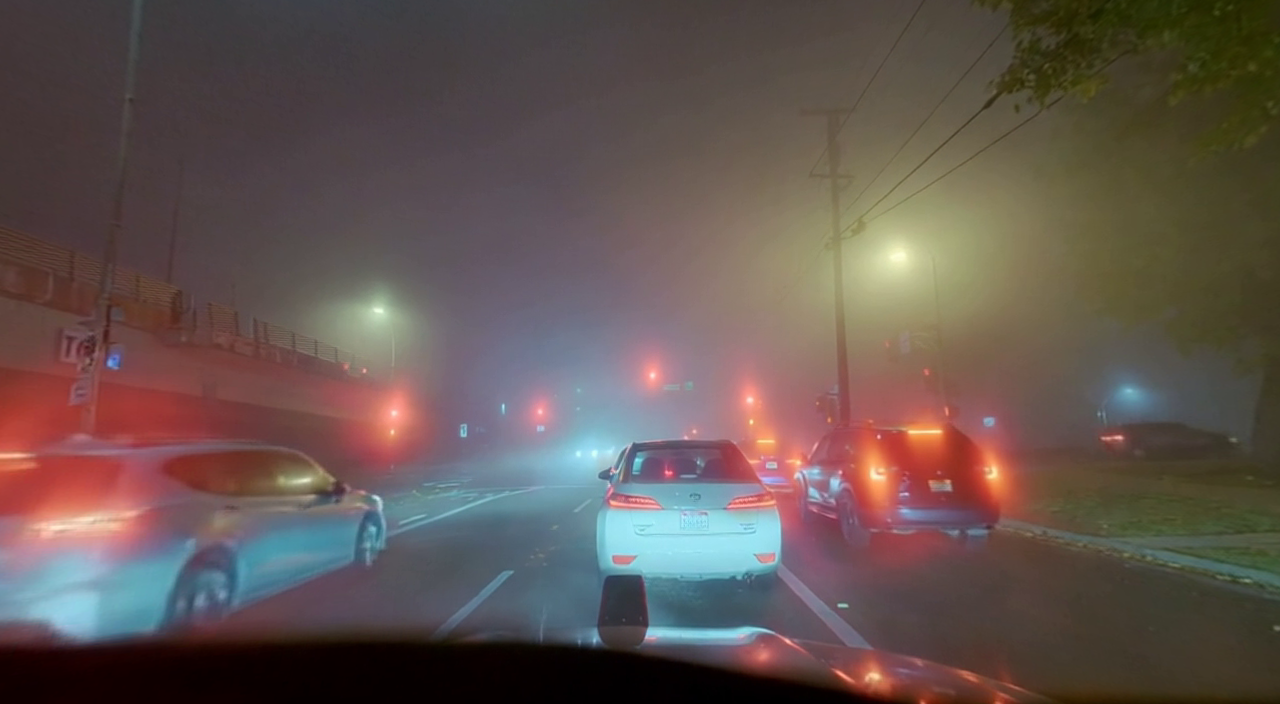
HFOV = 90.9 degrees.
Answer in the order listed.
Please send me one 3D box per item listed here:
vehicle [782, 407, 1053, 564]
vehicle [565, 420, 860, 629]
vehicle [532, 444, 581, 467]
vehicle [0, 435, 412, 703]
[{"bbox_3d":[3.705,1.866,9.569,2.062,1.781,4.488,0,-8,0],"label":"vehicle"},{"bbox_3d":[0.515,1.544,6.669,2.101,1.467,4.210,0,-8,0],"label":"vehicle"},{"bbox_3d":[-5.550,6.929,42.384,1.873,1.462,4.283,-2,-9,12],"label":"vehicle"},{"bbox_3d":[-3.903,1.489,5.316,2.082,1.484,4.865,0,-8,1],"label":"vehicle"}]
